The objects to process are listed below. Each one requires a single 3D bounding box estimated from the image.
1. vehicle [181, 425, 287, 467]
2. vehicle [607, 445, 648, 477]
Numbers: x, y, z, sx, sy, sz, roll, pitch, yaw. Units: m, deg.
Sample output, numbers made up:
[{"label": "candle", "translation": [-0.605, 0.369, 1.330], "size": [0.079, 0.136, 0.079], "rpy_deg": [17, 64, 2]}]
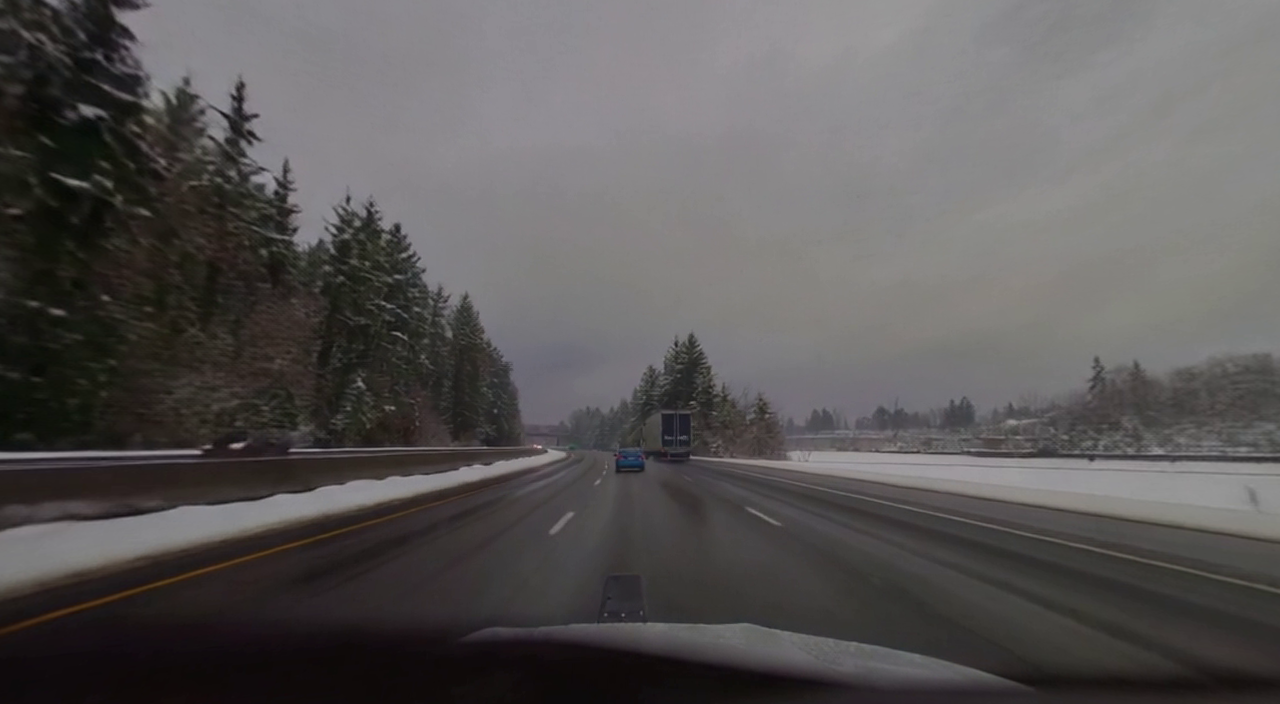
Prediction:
[{"label": "vehicle", "translation": [-20.022, 4.702, 31.387], "size": [2.039, 1.897, 5.042], "rpy_deg": [0, -9, -3]}, {"label": "vehicle", "translation": [-0.643, 5.393, 31.396], "size": [1.913, 1.460, 3.610], "rpy_deg": [0, -9, -2]}]
